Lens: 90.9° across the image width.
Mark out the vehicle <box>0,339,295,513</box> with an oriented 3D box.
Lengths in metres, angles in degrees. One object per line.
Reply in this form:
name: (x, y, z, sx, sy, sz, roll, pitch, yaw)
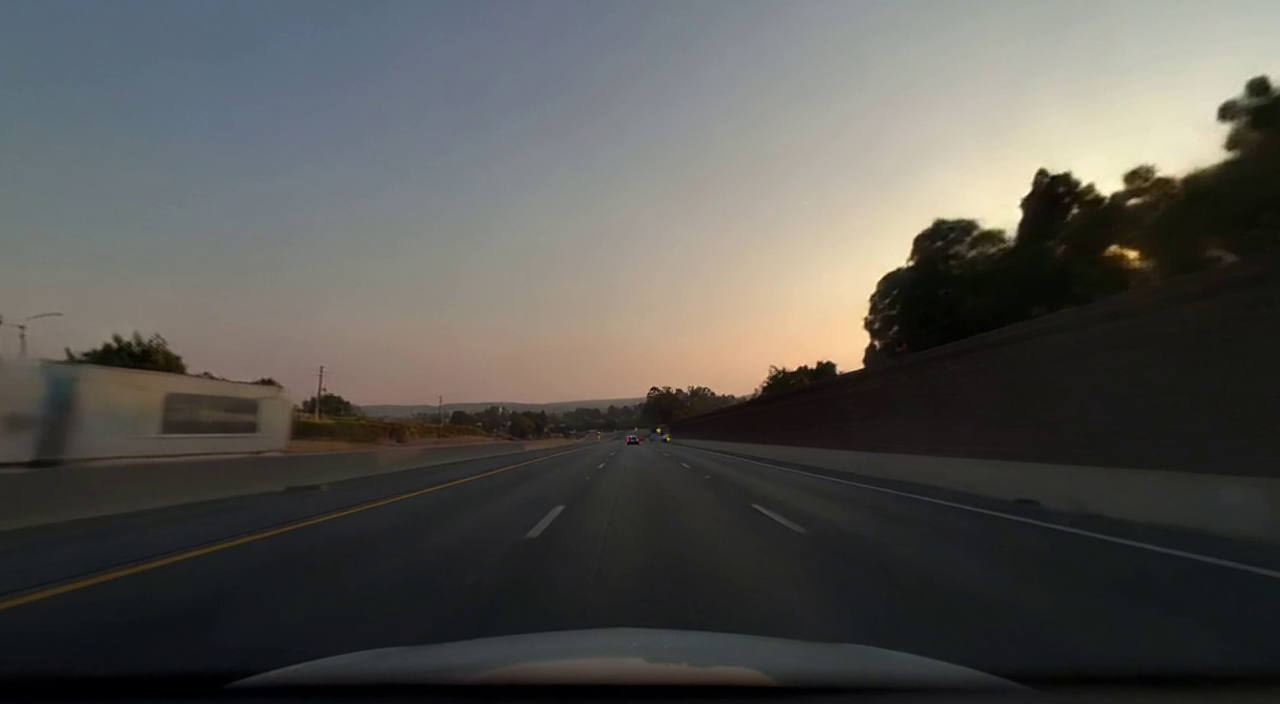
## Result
vehicle: (-16.543, 2.521, 20.659, 2.849, 4.030, 14.128, 0, -8, -2)
